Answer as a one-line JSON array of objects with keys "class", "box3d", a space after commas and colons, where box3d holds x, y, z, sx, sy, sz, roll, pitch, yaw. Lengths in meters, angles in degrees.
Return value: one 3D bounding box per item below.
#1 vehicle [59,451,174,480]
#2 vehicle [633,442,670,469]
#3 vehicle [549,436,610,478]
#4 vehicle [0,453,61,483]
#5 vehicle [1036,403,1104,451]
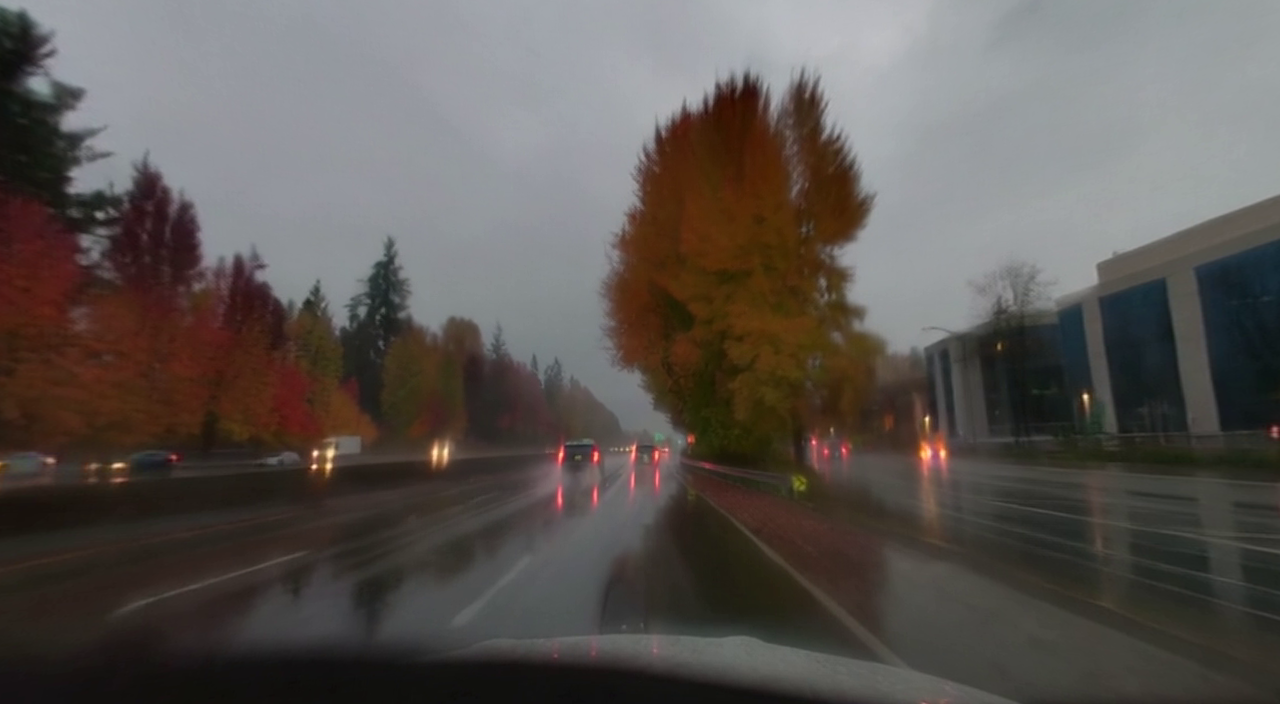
[{"class": "vehicle", "box3d": [-30.505, 6.606, 36.986, 1.822, 1.522, 5.556, 0, -9, 2]}, {"class": "vehicle", "box3d": [0.677, 6.084, 37.282, 2.040, 1.493, 3.682, 0, -9, 1]}, {"class": "vehicle", "box3d": [-2.649, 4.719, 28.537, 2.197, 1.709, 4.069, 0, -9, 2]}, {"class": "vehicle", "box3d": [-33.708, 6.144, 33.380, 1.773, 1.477, 4.319, 0, -9, 2]}, {"class": "vehicle", "box3d": [23.133, 4.096, 33.985, 2.320, 2.489, 2.049, -2, -9, 17]}]
